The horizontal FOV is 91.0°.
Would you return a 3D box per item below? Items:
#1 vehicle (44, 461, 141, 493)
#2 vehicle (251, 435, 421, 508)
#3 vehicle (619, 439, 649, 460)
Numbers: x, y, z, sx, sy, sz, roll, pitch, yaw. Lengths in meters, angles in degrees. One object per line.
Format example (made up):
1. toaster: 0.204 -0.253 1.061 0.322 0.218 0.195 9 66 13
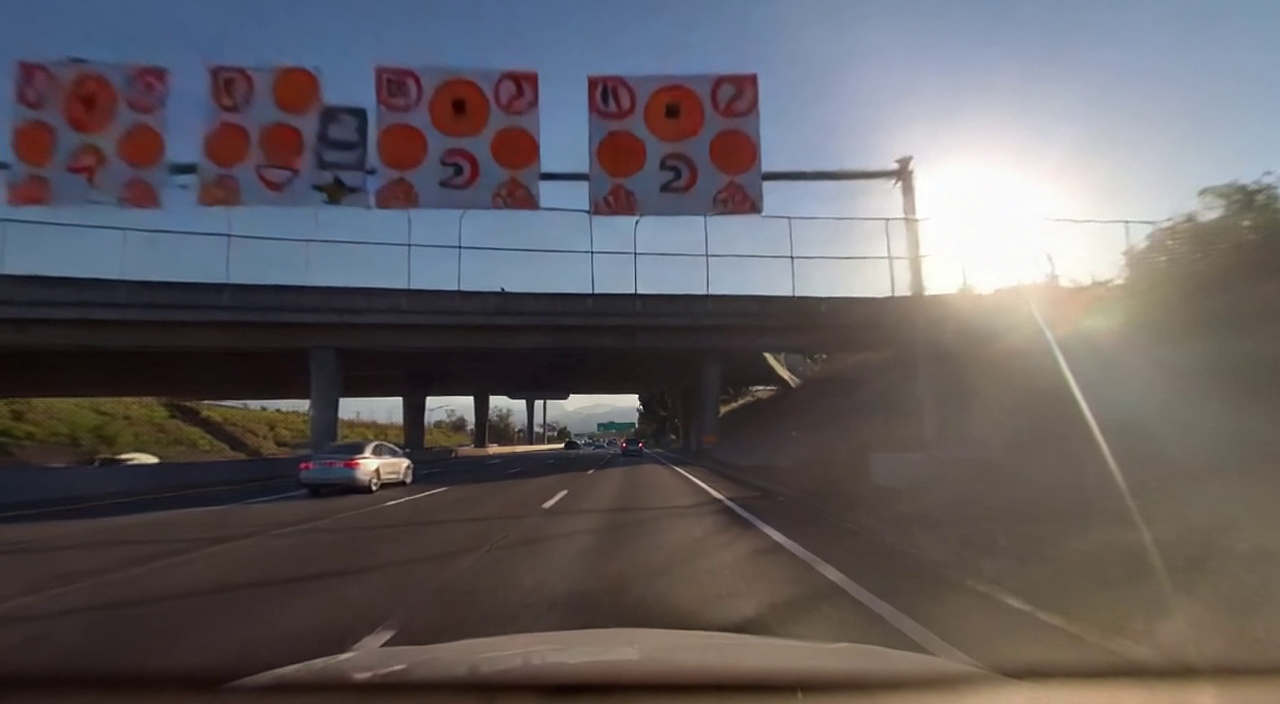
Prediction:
1. vehicle: -27.302 6.221 31.563 1.637 1.384 3.701 0 -8 -3
2. vehicle: -7.272 2.868 15.741 1.939 1.504 4.727 0 -8 -1
3. vehicle: -0.419 7.023 45.462 2.072 1.440 3.690 0 -8 -1
